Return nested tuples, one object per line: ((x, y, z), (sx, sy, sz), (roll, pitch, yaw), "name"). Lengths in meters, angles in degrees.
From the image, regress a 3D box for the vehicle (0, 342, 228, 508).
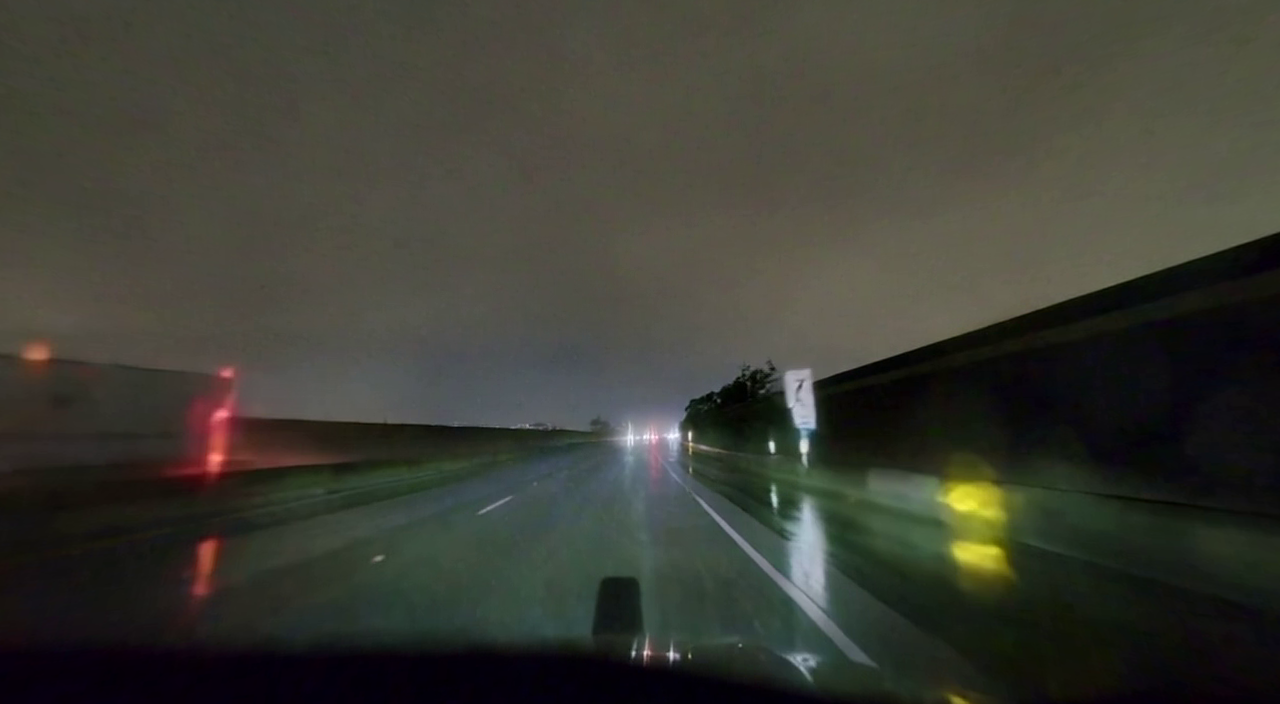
((-17.481, 2.027, 17.240), (2.937, 4.107, 13.979), (0, -8, 0), "vehicle")
